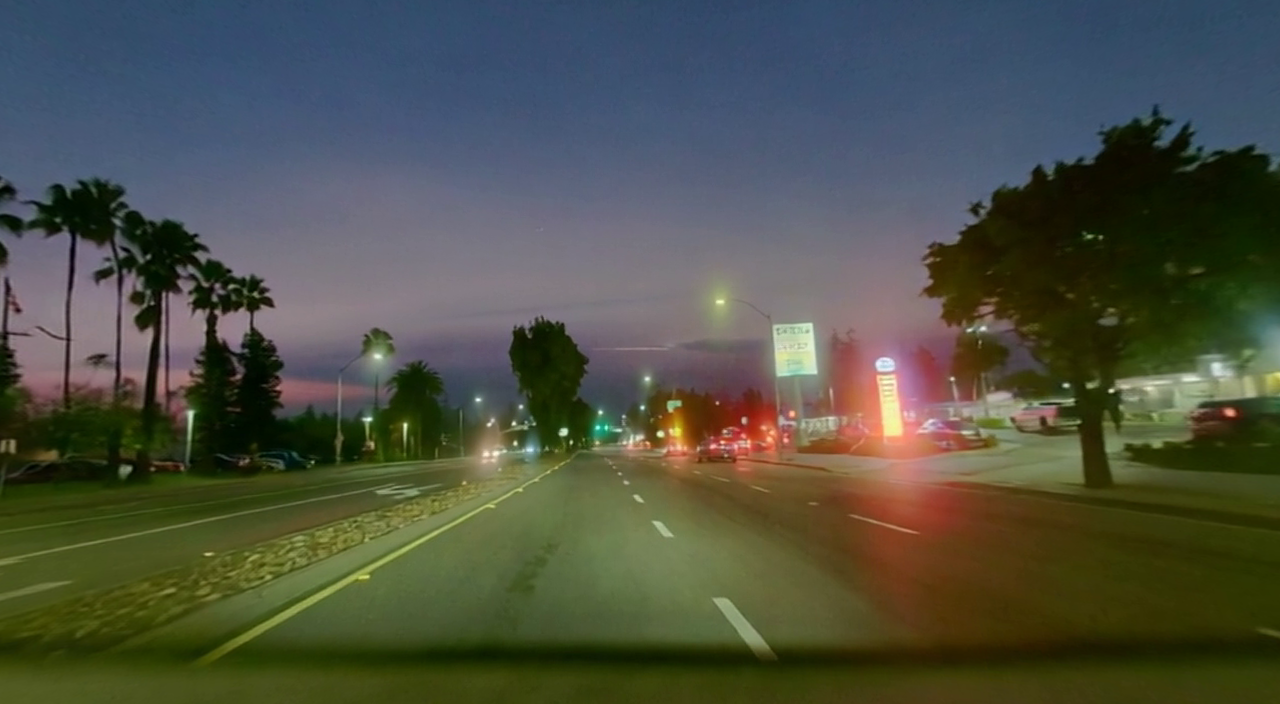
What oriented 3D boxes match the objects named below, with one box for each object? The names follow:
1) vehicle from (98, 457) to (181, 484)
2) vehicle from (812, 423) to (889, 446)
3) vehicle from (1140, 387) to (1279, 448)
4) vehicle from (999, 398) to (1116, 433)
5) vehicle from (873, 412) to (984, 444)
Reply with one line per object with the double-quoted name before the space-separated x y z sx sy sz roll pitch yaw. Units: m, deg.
"vehicle" -31.894 7.549 40.366 2.067 1.563 4.043 0 -8 -2
"vehicle" 14.521 5.733 43.683 4.691 1.545 1.900 0 -8 0
"vehicle" 16.679 1.808 17.053 4.711 1.546 1.891 0 -8 -2
"vehicle" 27.316 4.180 41.376 6.052 2.013 2.331 -1 -9 -5
"vehicle" 16.005 4.253 35.199 5.123 1.730 2.183 0 -8 -2
